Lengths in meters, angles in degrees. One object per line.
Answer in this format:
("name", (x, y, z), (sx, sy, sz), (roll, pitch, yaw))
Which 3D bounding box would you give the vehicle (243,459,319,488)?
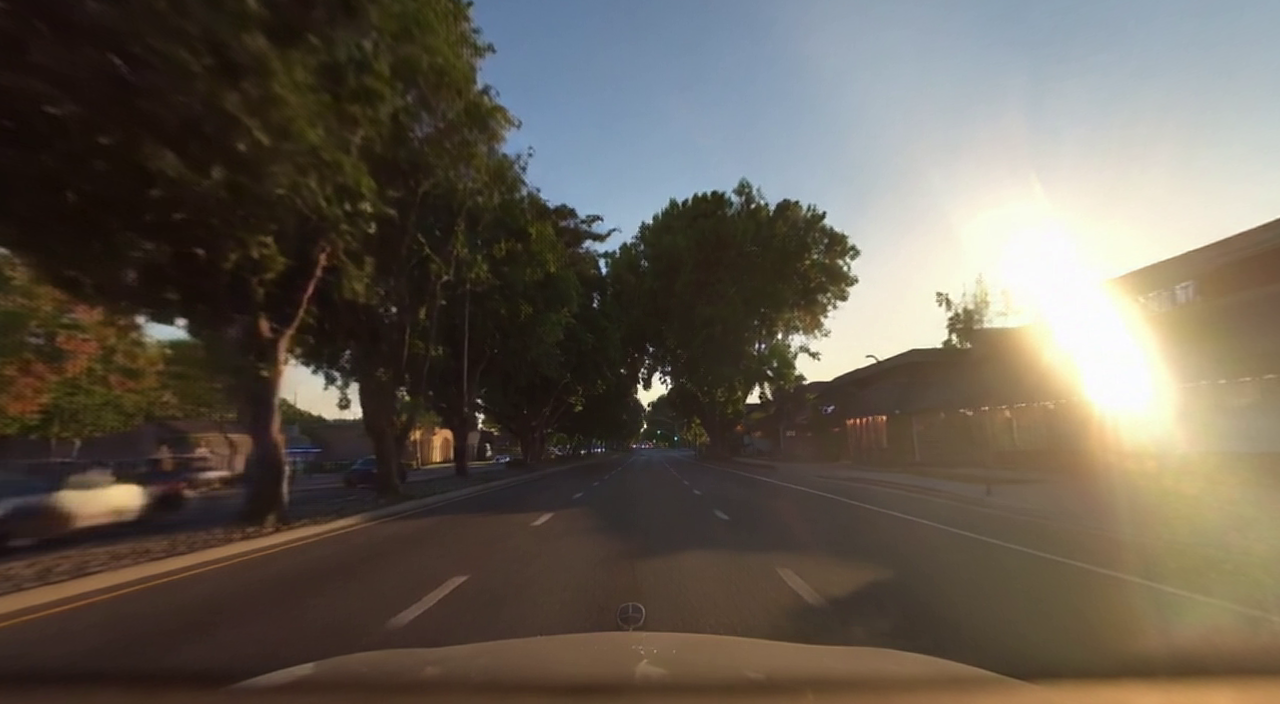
("vehicle", (-21.738, 7.348, 38.388), (1.885, 1.504, 4.359), (-1, -8, 2))

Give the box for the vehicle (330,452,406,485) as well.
("vehicle", (-14.349, 6.159, 33.599), (1.975, 1.499, 4.658), (-2, -8, 0))

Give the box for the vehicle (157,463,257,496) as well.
("vehicle", (-21.979, 6.459, 32.237), (1.866, 1.444, 4.407), (0, -8, 2))

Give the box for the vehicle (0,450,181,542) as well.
("vehicle", (-11.808, 2.764, 12.353), (2.070, 1.500, 4.724), (-4, -8, 1))
